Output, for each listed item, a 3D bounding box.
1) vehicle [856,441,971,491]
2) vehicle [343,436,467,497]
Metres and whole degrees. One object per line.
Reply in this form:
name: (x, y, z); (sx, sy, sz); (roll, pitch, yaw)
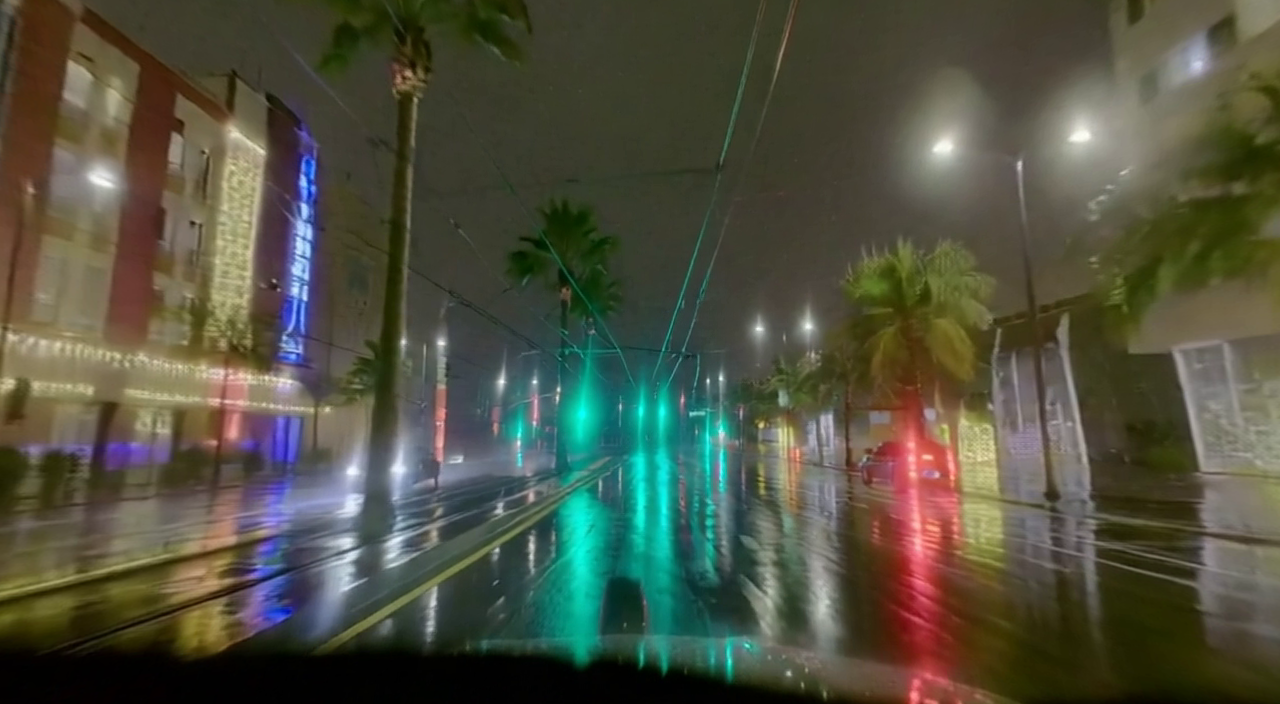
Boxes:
vehicle: (9.065, 3.781, 21.367); (1.822, 1.494, 4.385); (0, -8, -2)
vehicle: (-7.128, 3.493, 19.715); (1.971, 1.657, 4.623); (0, -8, 2)
